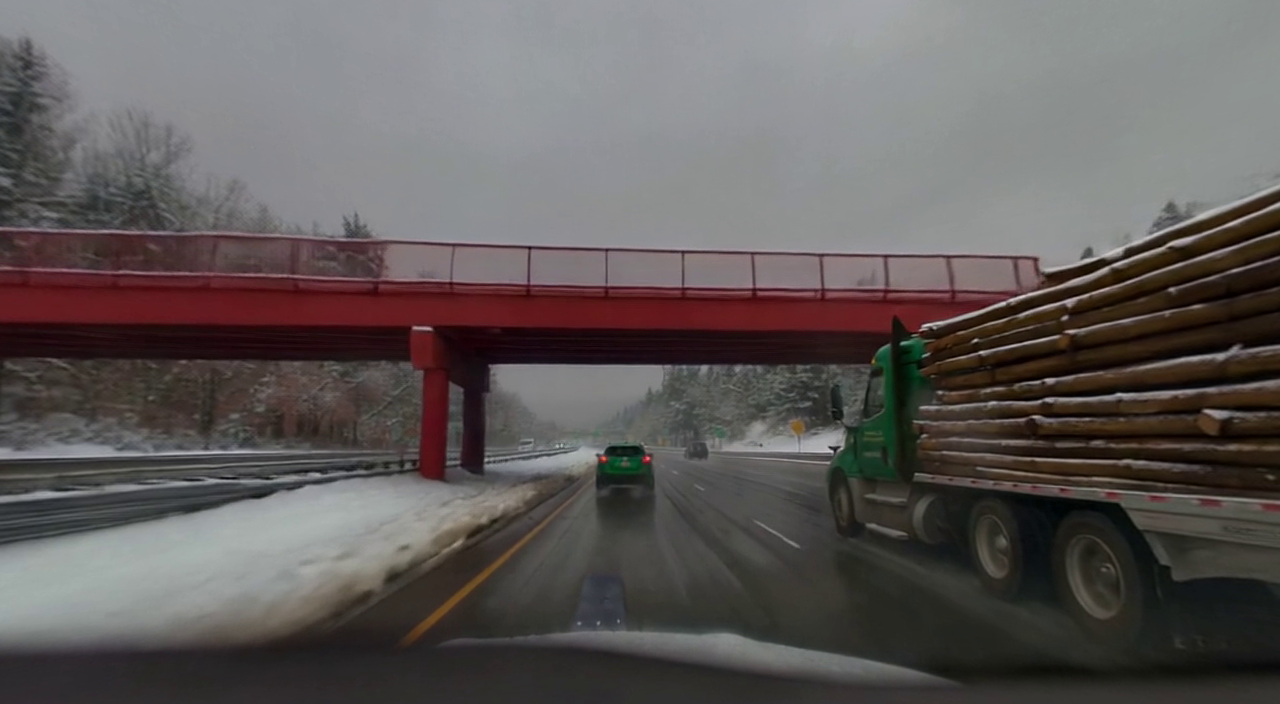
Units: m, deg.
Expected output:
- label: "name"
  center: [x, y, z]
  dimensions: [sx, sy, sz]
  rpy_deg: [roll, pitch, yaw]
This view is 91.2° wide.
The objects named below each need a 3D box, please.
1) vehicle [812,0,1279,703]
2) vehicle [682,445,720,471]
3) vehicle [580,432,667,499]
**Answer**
- label: "vehicle"
  center: [4.258, 0.037, 5.041]
  dimensions: [2.992, 3.920, 8.831]
  rpy_deg: [0, -9, -1]
- label: "vehicle"
  center: [3.754, 6.582, 39.082]
  dimensions: [1.894, 1.487, 3.751]
  rpy_deg: [0, -9, -2]
- label: "vehicle"
  center: [-0.467, 3.272, 18.378]
  dimensions: [2.259, 1.699, 4.015]
  rpy_deg: [0, -9, -1]
